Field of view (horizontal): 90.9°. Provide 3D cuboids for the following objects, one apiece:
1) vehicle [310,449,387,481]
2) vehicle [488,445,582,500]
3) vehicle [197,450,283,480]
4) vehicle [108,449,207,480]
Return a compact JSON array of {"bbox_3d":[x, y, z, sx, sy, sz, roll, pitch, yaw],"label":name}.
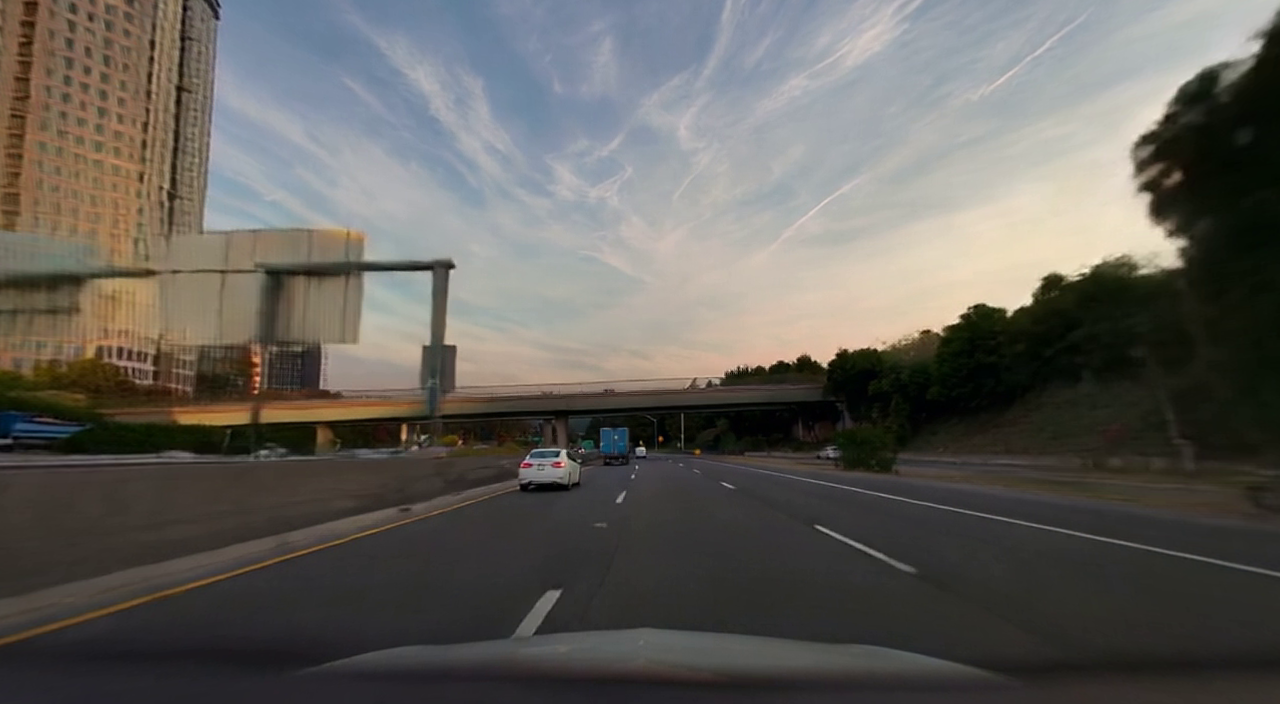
[{"bbox_3d":[-14.884,5.768,32.420,1.843,1.493,4.235,0,-9,2],"label":"vehicle"},{"bbox_3d":[-3.075,3.670,19.502,2.039,1.478,4.483,0,-9,1],"label":"vehicle"},{"bbox_3d":[-22.440,6.331,35.574,1.885,1.569,4.409,0,-9,1],"label":"vehicle"},{"bbox_3d":[-26.830,6.256,35.264,1.931,1.613,4.469,0,-9,1],"label":"vehicle"}]
